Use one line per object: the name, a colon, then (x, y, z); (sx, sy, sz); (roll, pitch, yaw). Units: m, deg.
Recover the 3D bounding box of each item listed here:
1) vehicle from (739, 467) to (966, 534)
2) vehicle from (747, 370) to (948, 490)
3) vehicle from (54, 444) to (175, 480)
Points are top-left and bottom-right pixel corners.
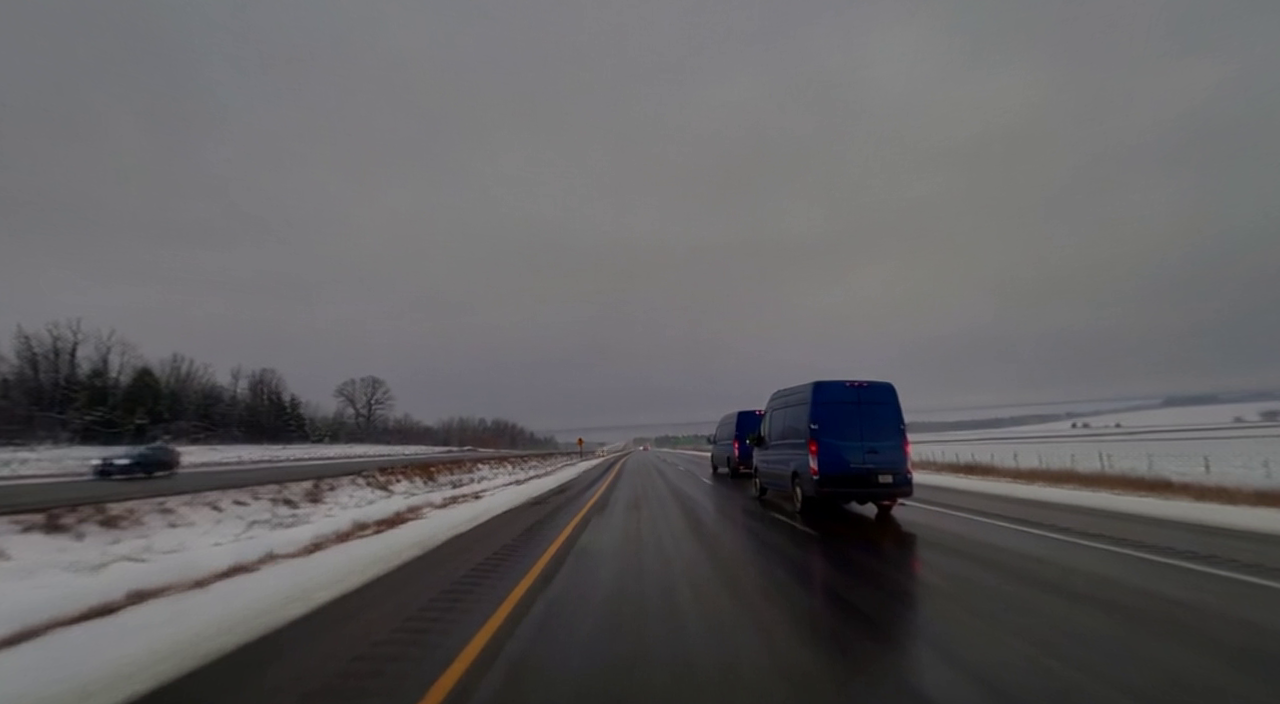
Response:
vehicle: (4.008, 3.032, 13.586); (2.702, 0.824, 6.391); (0, -8, 0)
vehicle: (4.062, 1.751, 13.757); (2.444, 2.053, 5.616); (0, -8, 0)
vehicle: (-32.732, 6.847, 39.612); (2.429, 2.024, 5.989); (0, -8, 0)
